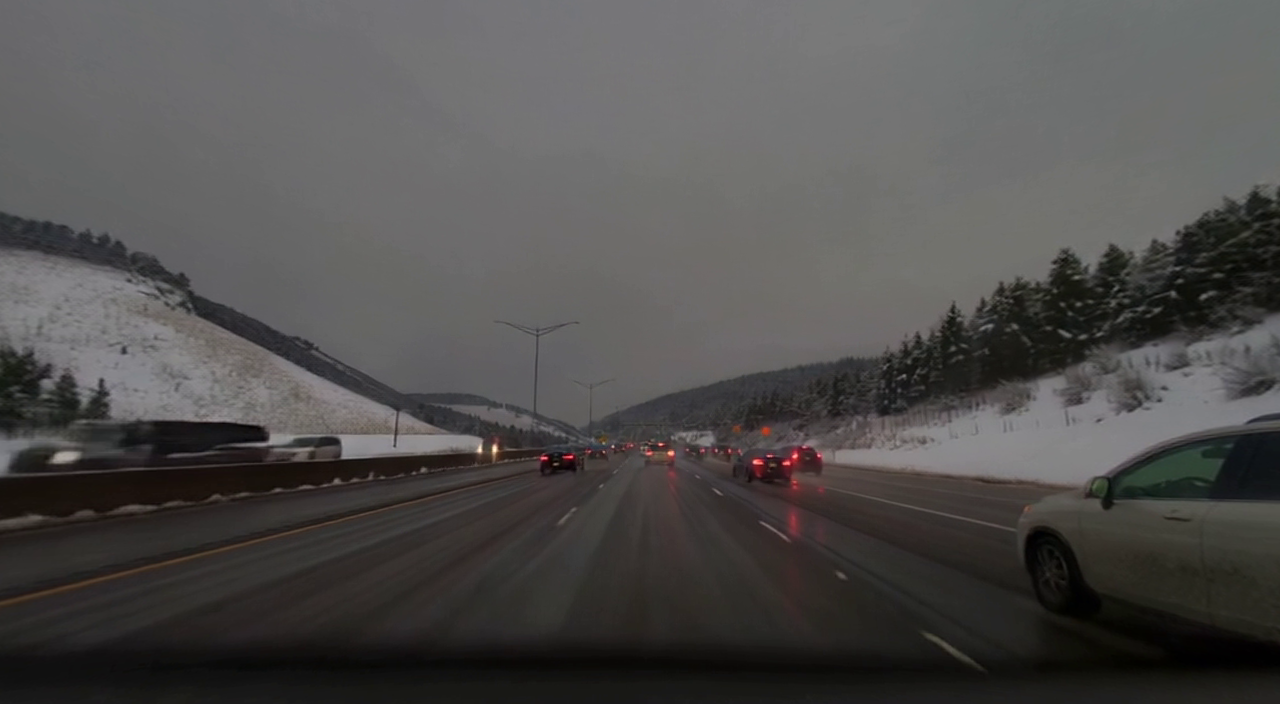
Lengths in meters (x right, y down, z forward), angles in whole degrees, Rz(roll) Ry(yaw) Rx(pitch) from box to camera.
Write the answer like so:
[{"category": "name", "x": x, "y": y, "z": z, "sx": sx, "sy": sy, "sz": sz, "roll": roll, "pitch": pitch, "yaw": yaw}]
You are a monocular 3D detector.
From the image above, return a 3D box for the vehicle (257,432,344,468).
[{"category": "vehicle", "x": -17.360, "y": 5.038, "z": 32.536, "sx": 1.965, "sy": 1.712, "sz": 4.376, "roll": 0, "pitch": -8, "yaw": 1}]

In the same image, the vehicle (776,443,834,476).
[{"category": "vehicle", "x": 8.223, "y": 5.360, "z": 31.733, "sx": 1.843, "sy": 1.505, "sz": 4.007, "roll": 0, "pitch": -8, "yaw": 0}]

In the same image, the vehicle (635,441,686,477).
[{"category": "vehicle", "x": 0.869, "y": 4.815, "z": 28.701, "sx": 2.138, "sy": 1.473, "sz": 4.392, "roll": 0, "pitch": -8, "yaw": 0}]

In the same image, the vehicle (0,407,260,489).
[{"category": "vehicle", "x": -14.285, "y": 2.755, "z": 18.195, "sx": 2.547, "sy": 1.937, "sz": 6.432, "roll": 0, "pitch": -8, "yaw": 1}]

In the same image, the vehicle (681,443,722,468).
[{"category": "vehicle", "x": 3.849, "y": 6.583, "z": 40.294, "sx": 2.177, "sy": 1.453, "sz": 4.205, "roll": 0, "pitch": -8, "yaw": 0}]

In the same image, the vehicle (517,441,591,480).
[{"category": "vehicle", "x": -3.332, "y": 4.301, "z": 25.300, "sx": 2.232, "sy": 1.438, "sz": 4.163, "roll": -1, "pitch": -8, "yaw": 2}]

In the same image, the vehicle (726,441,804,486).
[{"category": "vehicle", "x": 4.426, "y": 4.004, "z": 22.976, "sx": 1.867, "sy": 1.465, "sz": 4.093, "roll": 0, "pitch": -8, "yaw": -1}]

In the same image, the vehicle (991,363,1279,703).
[{"category": "vehicle", "x": 3.863, "y": 0.880, "z": 2.738, "sx": 2.018, "sy": 1.670, "sz": 4.658, "roll": 0, "pitch": -8, "yaw": 1}]
